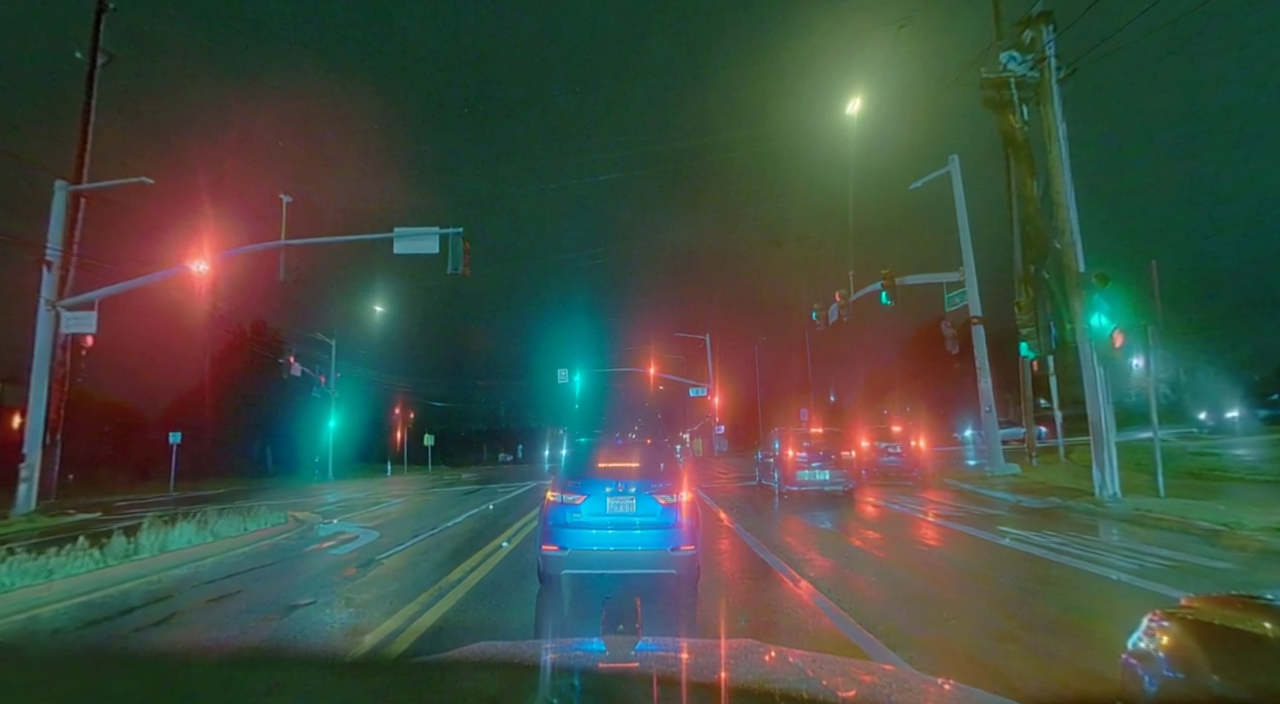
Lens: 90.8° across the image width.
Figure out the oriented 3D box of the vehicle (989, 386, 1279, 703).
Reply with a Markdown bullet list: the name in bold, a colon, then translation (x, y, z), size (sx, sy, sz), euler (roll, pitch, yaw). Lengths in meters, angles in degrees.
- **vehicle**: translation (2.928, 0.822, 1.702), size (1.860, 1.494, 3.707), euler (0, -8, 1)

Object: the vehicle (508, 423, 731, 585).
- **vehicle**: translation (-0.224, 1.730, 8.032), size (2.061, 1.485, 4.196), euler (0, -8, -1)
